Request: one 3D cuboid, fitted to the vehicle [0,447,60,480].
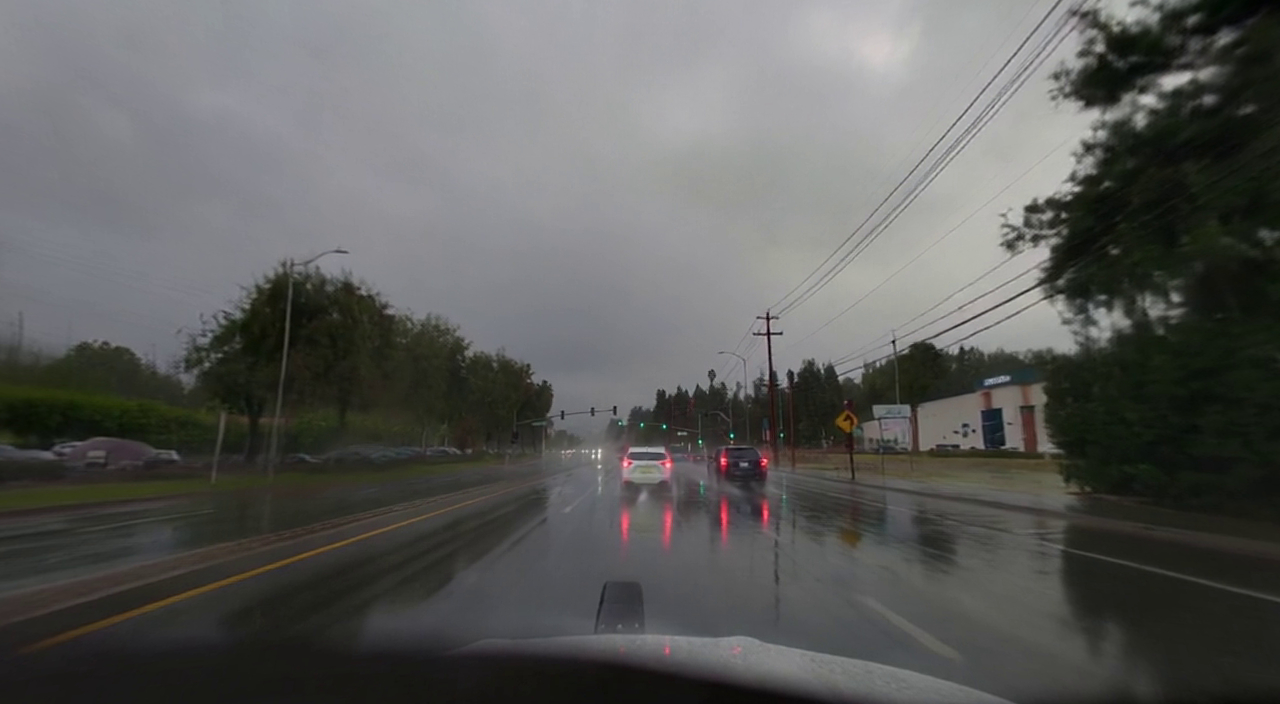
[{"bbox_3d":[-30.225,5.379,30.634,1.939,1.459,3.953,5,-10,-29],"label":"vehicle"}]

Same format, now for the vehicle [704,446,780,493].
[{"bbox_3d":[3.472,4.073,22.228,1.985,1.489,4.036,0,-8,-1],"label":"vehicle"}]

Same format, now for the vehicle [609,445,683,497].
[{"bbox_3d":[0.125,3.717,20.157,2.144,1.473,4.028,0,-8,-1],"label":"vehicle"}]

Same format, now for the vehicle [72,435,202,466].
[{"bbox_3d":[-34.575,6.784,43.499,6.282,2.011,3.033,0,-8,-3],"label":"vehicle"}]
